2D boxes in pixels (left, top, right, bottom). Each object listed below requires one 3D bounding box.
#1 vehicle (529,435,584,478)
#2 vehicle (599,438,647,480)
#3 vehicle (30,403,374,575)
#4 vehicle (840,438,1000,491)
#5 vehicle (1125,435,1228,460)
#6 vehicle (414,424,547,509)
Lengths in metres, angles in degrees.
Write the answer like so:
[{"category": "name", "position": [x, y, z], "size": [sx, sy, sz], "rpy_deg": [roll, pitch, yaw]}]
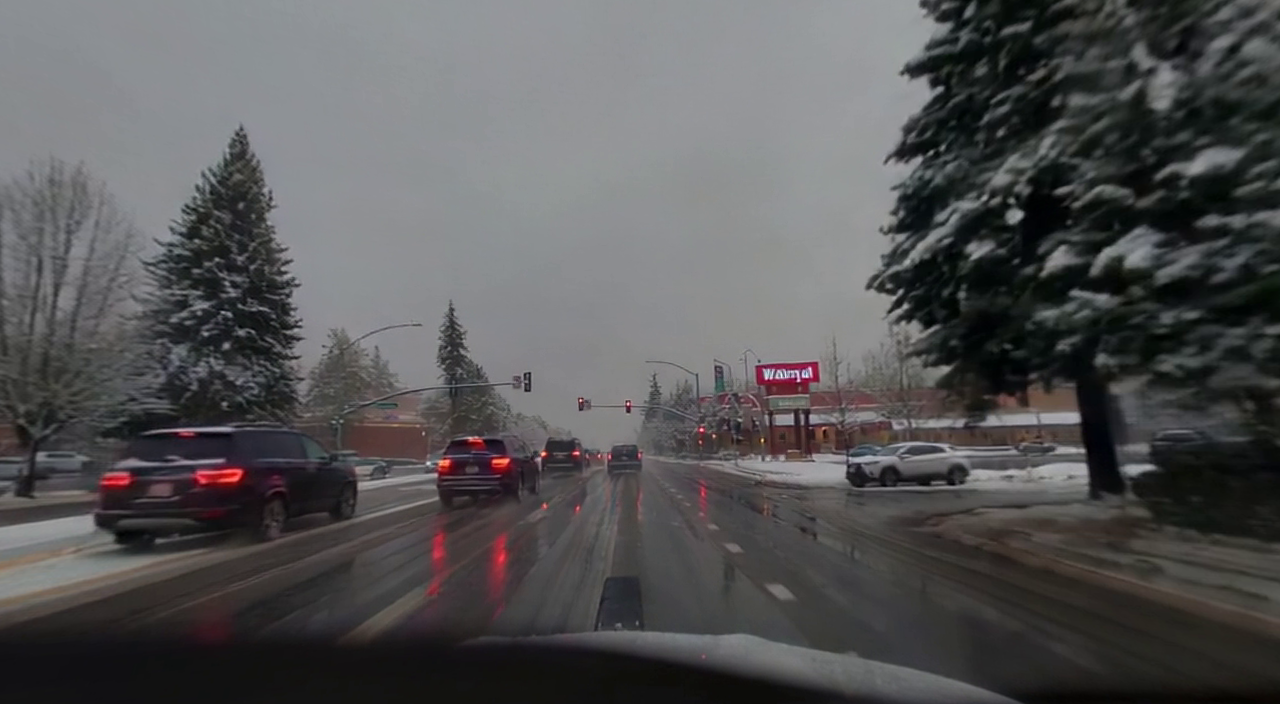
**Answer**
[{"category": "vehicle", "position": [-4.232, 5.406, 32.933], "size": [2.252, 1.999, 5.605], "rpy_deg": [0, -8, -1]}, {"category": "vehicle", "position": [-0.783, 4.984, 29.652], "size": [2.061, 1.809, 4.141], "rpy_deg": [0, -9, -1]}, {"category": "vehicle", "position": [-5.682, 1.813, 9.194], "size": [2.093, 1.803, 4.668], "rpy_deg": [1, -9, -7]}, {"category": "vehicle", "position": [9.780, 3.908, 22.229], "size": [4.734, 1.726, 2.039], "rpy_deg": [1, -9, -11]}, {"category": "vehicle", "position": [32.215, 5.750, 38.044], "size": [4.438, 1.423, 1.897], "rpy_deg": [0, -9, -1]}, {"category": "vehicle", "position": [-3.964, 2.948, 16.738], "size": [2.159, 1.877, 4.925], "rpy_deg": [0, -9, 1]}]
